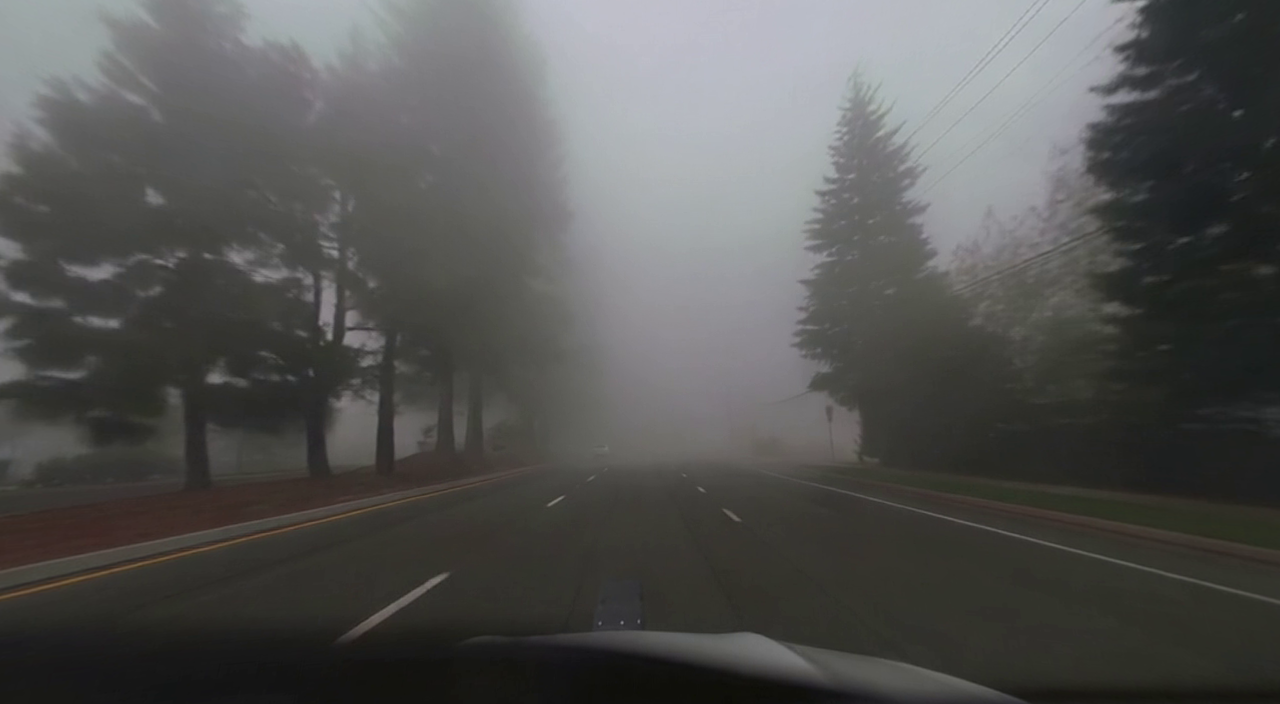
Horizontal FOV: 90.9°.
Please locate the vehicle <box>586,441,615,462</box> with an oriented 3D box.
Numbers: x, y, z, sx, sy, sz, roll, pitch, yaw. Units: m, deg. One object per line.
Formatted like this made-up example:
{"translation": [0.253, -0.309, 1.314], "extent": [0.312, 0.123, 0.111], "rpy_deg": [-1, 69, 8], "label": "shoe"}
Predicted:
{"translation": [-3.008, 7.698, 48.697], "extent": [2.007, 1.514, 4.049], "rpy_deg": [0, -9, 1], "label": "vehicle"}
